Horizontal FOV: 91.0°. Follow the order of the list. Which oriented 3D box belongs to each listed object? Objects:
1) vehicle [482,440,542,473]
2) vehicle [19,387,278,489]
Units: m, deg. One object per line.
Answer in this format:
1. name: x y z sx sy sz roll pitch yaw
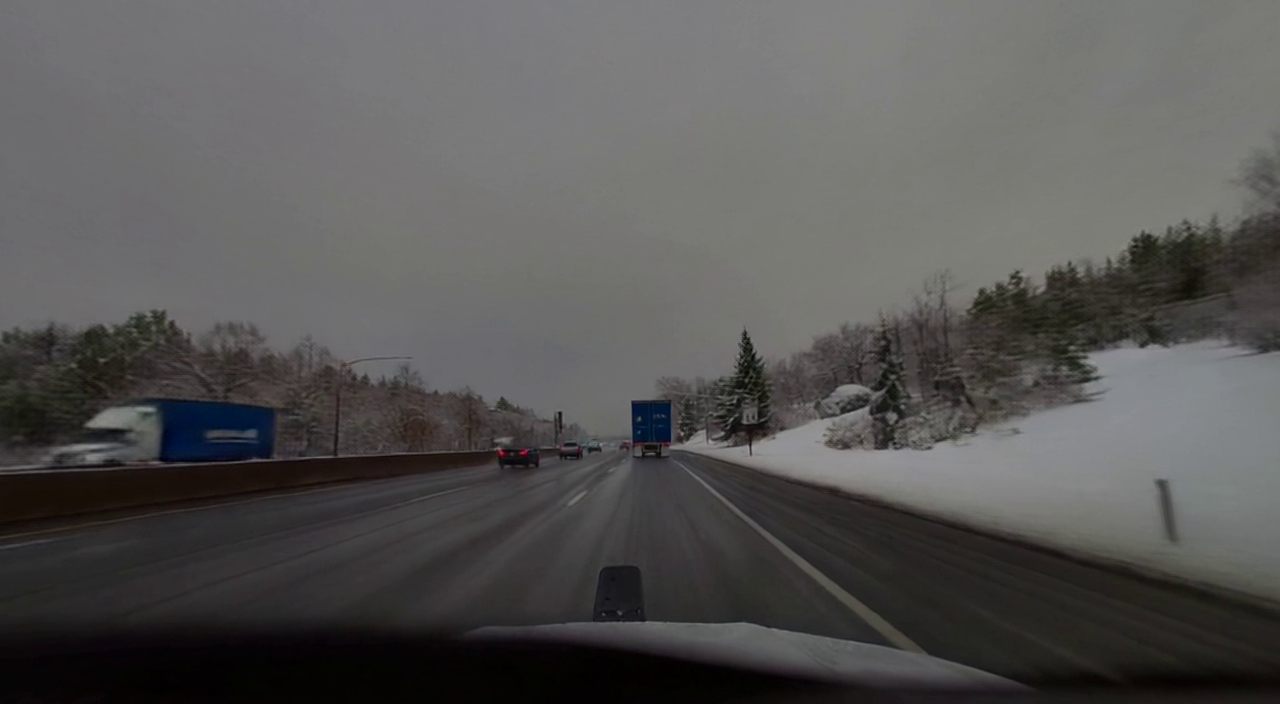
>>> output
1. vehicle: -6.392 5.277 31.992 2.017 1.517 4.766 0 -8 1
2. vehicle: -20.330 3.784 27.399 3.005 3.574 10.095 0 -8 0
